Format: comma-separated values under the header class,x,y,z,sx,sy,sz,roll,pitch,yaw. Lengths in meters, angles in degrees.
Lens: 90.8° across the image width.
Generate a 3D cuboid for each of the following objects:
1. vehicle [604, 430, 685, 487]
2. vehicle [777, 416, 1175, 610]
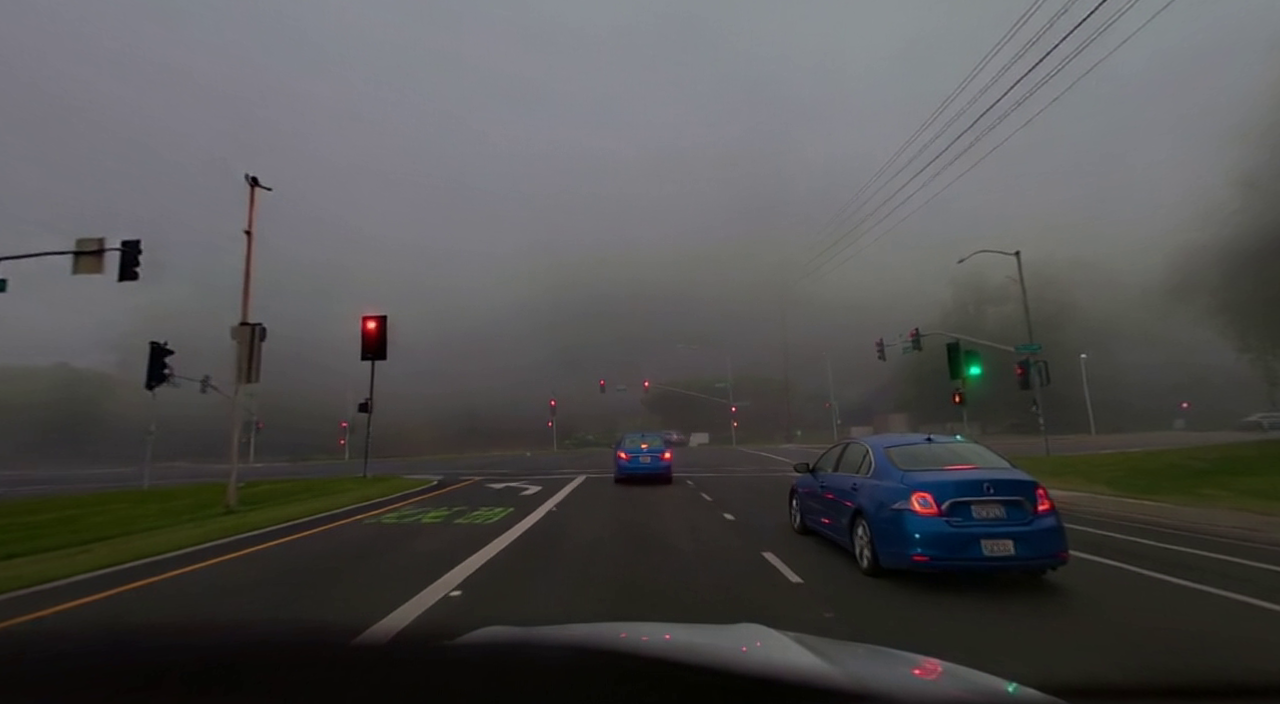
class,x,y,z,sx,sy,sz,roll,pitch,yaw
vehicle,0.128,3.057,18.412,2.110,1.466,3.860,0,-8,0
vehicle,3.008,1.533,6.956,2.004,1.448,4.263,0,-8,0
